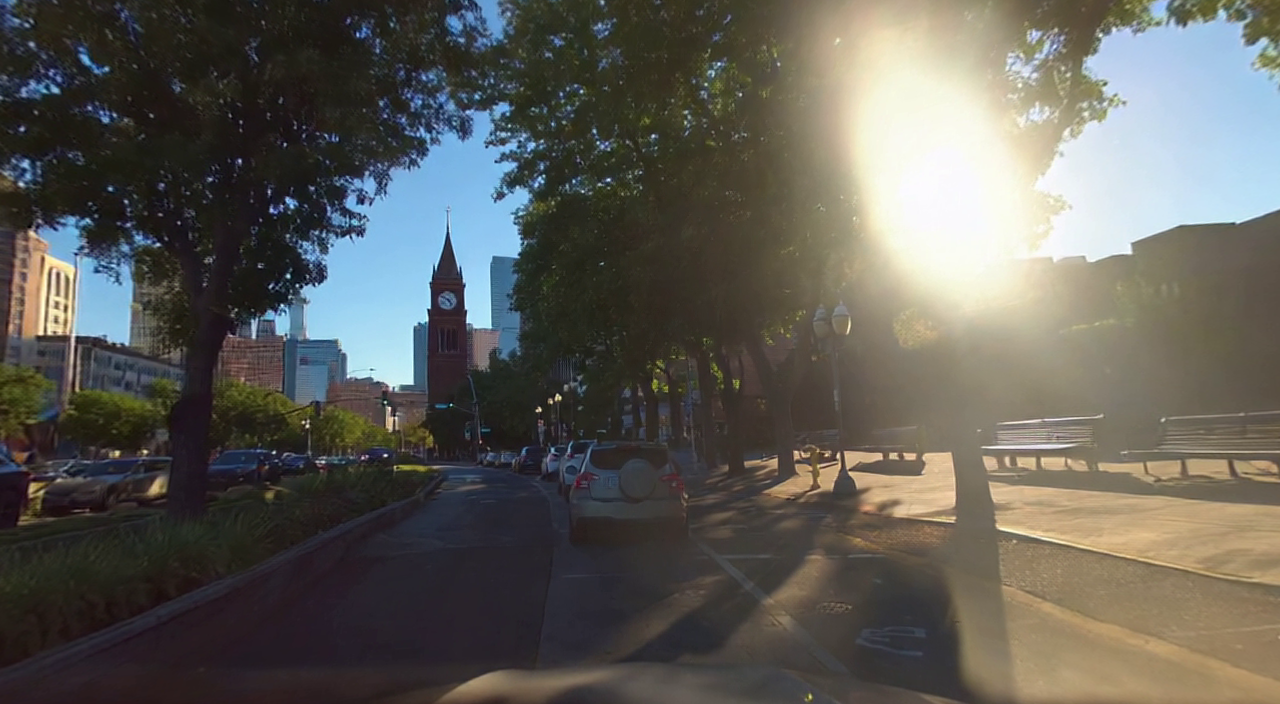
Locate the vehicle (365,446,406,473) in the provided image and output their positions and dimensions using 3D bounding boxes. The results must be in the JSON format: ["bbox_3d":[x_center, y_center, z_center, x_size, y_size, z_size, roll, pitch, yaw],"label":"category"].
[{"bbox_3d":[-16.913,7.129,42.152,2.179,1.698,4.549,3,-9,-18],"label":"vehicle"}]

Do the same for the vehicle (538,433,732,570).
[{"bbox_3d":[-0.240,1.940,9.020,2.142,1.475,4.051,1,-8,-6],"label":"vehicle"}]
